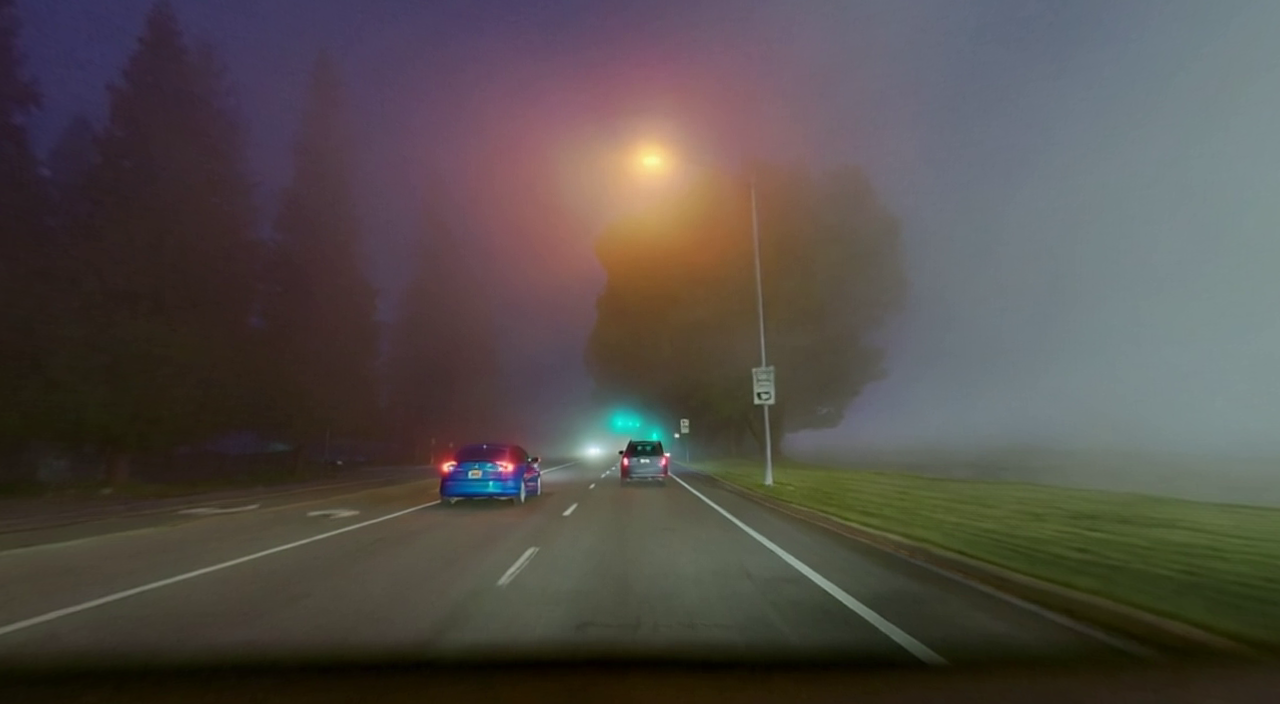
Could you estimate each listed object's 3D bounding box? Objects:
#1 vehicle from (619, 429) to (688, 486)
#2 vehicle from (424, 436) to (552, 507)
[{"bbox_3d":[0.370,3.712,22.532,2.215,1.799,4.426,0,-8,-2],"label":"vehicle"},{"bbox_3d":[-3.438,2.771,15.104,2.036,1.447,4.044,0,-8,0],"label":"vehicle"}]
